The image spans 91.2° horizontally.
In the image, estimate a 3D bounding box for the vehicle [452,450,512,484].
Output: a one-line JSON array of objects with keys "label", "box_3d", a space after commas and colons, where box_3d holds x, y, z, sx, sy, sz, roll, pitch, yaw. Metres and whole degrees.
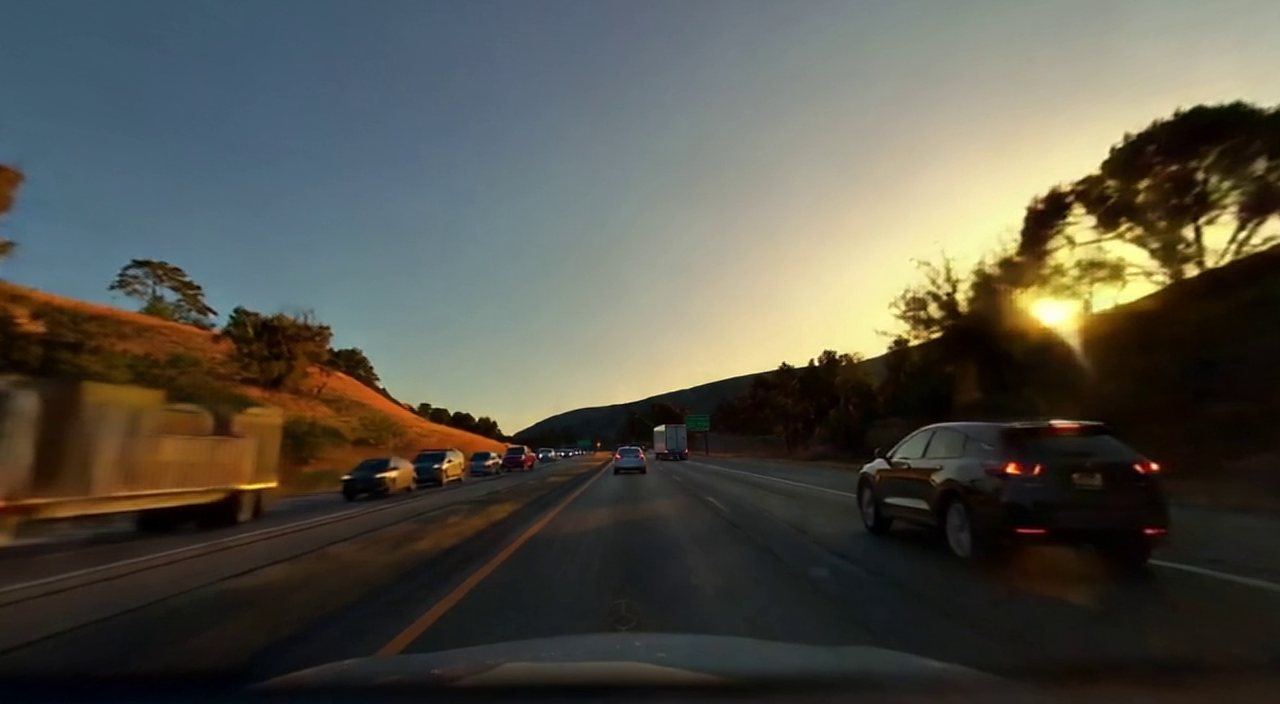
[{"label": "vehicle", "box_3d": [-7.831, 5.705, 31.446, 1.909, 1.523, 4.359, 0, -9, -1]}]

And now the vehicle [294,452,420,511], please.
[{"label": "vehicle", "box_3d": [-8.079, 3.707, 18.373, 1.850, 1.476, 4.085, 0, -9, -1]}]

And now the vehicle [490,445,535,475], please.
[{"label": "vehicle", "box_3d": [-8.075, 6.884, 40.099, 2.019, 1.809, 4.361, 0, -9, 0]}]

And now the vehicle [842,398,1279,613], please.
[{"label": "vehicle", "box_3d": [4.091, 1.535, 7.154, 2.077, 1.673, 4.267, 0, -9, -1]}]

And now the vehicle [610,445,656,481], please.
[{"label": "vehicle", "box_3d": [-0.349, 5.038, 28.727, 1.971, 1.518, 4.108, 0, -9, -1]}]

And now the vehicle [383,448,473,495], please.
[{"label": "vehicle", "box_3d": [-8.083, 4.573, 24.411, 1.961, 1.611, 4.479, 0, -9, -1]}]

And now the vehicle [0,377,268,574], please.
[{"label": "vehicle", "box_3d": [-9.440, 2.004, 10.684, 2.404, 2.492, 6.125, 0, -9, 0]}]
